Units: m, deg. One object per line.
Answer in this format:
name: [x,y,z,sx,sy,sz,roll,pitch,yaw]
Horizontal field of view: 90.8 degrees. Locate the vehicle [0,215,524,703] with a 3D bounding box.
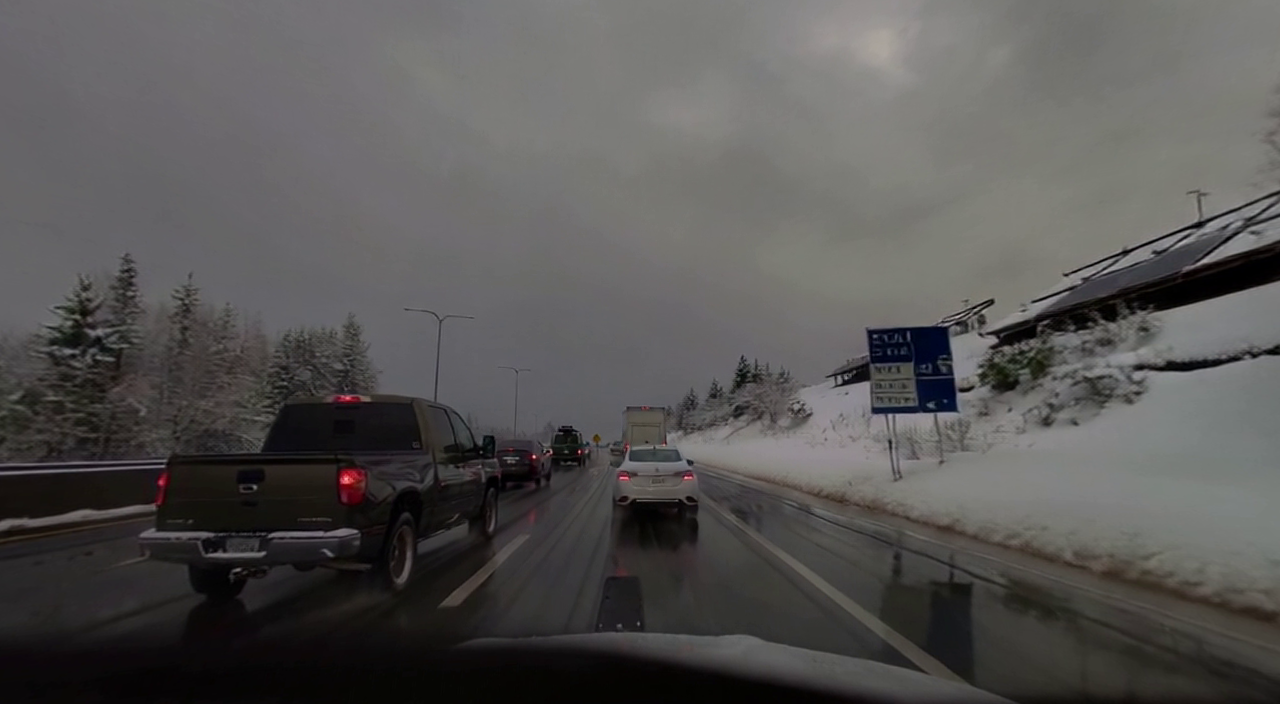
vehicle: [-3.065,1.054,6.915,2.289,2.757,6.726,0,-9,0]

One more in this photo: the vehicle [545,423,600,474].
vehicle: [-3.667,5.405,35.315,2.290,2.613,5.975,0,-9,1]

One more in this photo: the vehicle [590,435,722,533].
vehicle: [0.229,2.343,11.684,2.063,1.507,3.488,0,-9,-1]

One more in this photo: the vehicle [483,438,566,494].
vehicle: [-3.634,3.673,20.586,1.963,1.627,3.849,0,-9,0]
